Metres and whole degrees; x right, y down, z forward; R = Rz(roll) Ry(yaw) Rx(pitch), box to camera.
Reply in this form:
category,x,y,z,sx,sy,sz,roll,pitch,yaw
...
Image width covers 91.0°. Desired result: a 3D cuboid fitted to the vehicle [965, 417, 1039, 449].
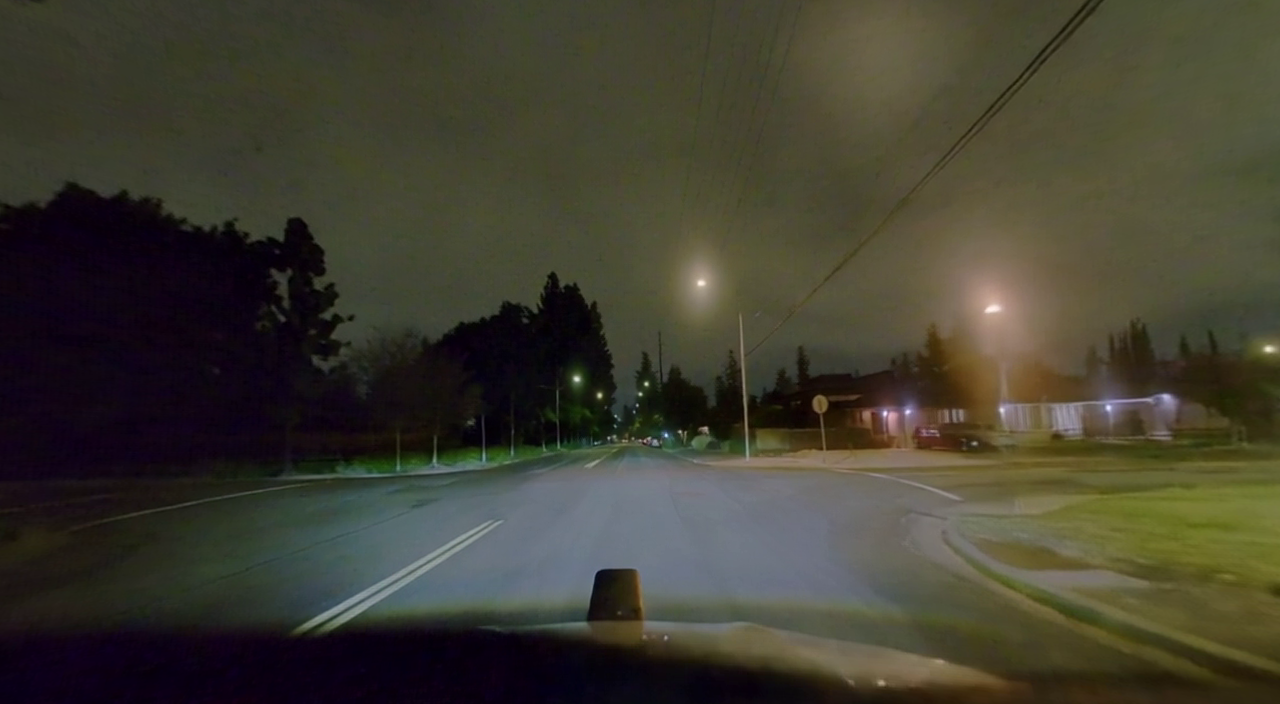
category,x,y,z,sx,sy,sz,roll,pitch,yaw
vehicle,18.855,4.282,33.002,1.803,1.504,4.324,-1,-8,7

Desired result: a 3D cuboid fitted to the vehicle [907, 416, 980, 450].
category,x,y,z,sx,sy,sz,roll,pitch,yaw
vehicle,16.109,4.368,33.641,1.829,1.667,4.437,-1,-8,2
